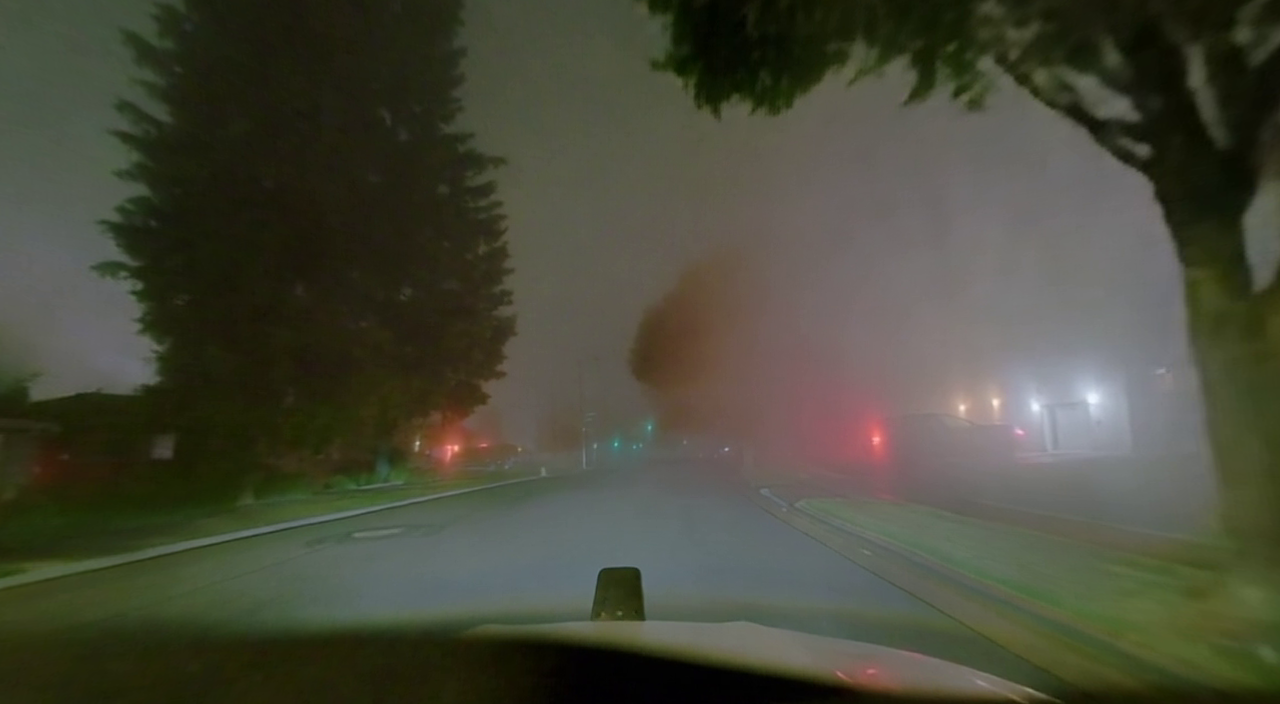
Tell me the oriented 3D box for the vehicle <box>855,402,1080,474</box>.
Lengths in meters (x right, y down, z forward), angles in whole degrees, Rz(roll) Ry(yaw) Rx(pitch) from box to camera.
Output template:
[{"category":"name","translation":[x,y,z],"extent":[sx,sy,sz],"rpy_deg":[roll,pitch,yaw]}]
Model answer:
[{"category":"vehicle","translation":[10.720,2.906,21.257],"extent":[6.053,2.240,2.582],"rpy_deg":[-1,-9,5]}]

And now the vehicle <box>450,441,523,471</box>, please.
[{"category":"vehicle","translation":[-11.219,7.664,46.603],"extent":[5.045,1.835,2.315],"rpy_deg":[-2,-9,-11]}]
